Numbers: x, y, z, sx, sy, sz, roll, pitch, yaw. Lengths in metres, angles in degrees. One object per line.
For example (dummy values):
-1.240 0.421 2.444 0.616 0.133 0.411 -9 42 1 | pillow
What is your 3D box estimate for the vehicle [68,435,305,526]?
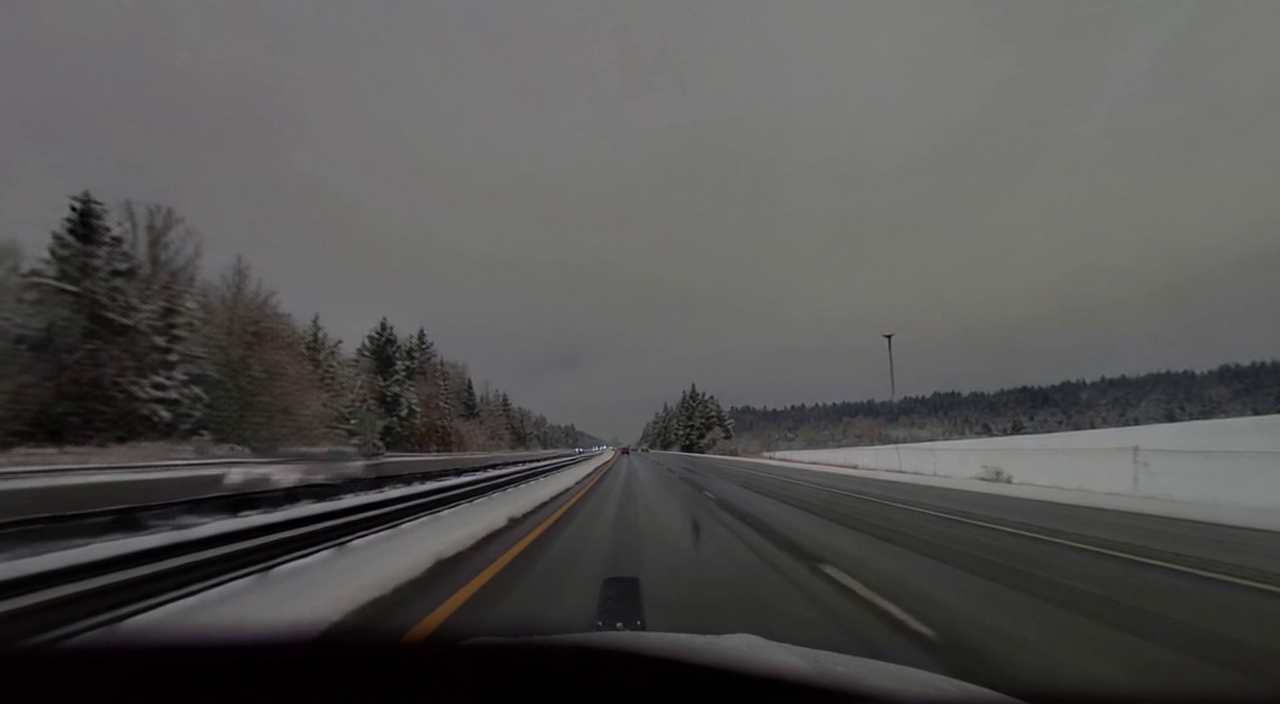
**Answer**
-8.215 2.338 11.906 1.739 1.432 3.639 0 -9 0 | vehicle
